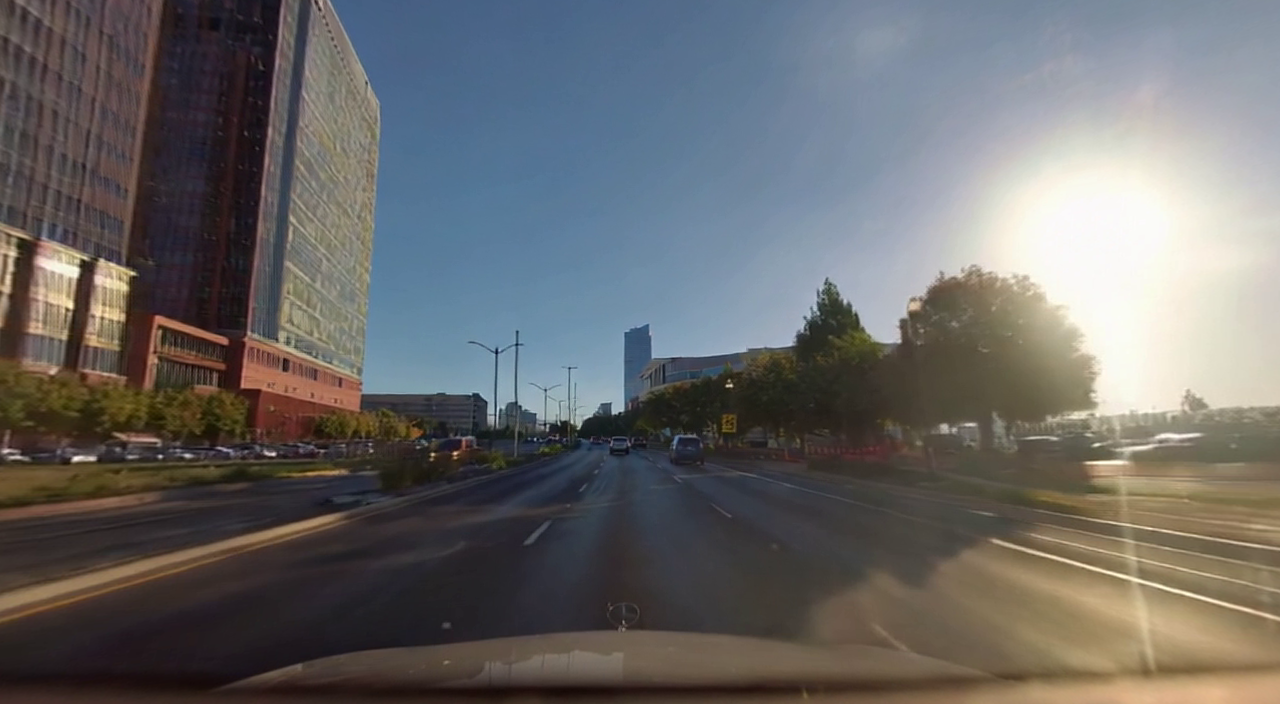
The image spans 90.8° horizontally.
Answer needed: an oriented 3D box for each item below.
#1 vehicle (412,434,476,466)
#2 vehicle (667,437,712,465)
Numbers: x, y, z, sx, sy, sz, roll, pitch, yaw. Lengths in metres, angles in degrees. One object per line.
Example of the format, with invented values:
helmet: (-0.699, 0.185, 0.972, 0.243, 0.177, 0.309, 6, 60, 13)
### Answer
vehicle: (-9.846, 4.960, 32.104, 1.874, 1.520, 4.215, -1, -8, 1)
vehicle: (2.829, 5.823, 37.205, 2.090, 1.506, 4.382, 0, -8, -2)
